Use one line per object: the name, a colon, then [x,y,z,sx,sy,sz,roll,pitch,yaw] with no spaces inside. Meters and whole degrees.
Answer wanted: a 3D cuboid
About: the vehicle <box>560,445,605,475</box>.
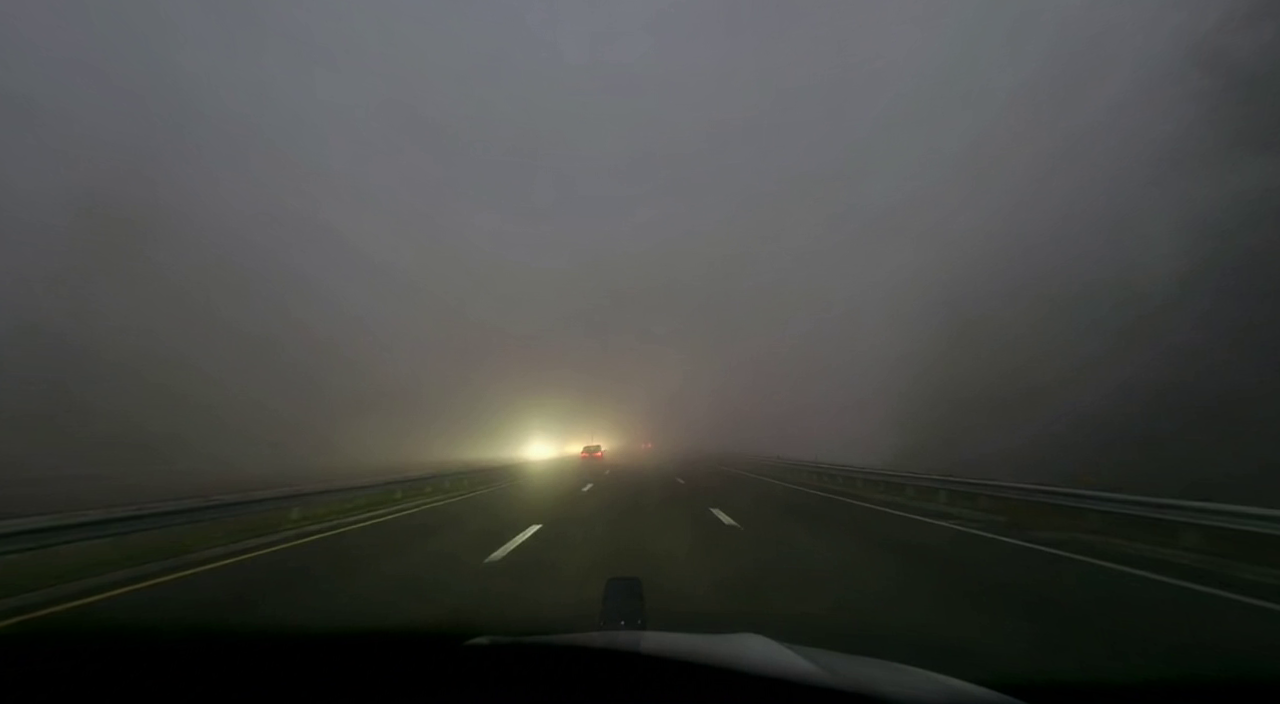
vehicle: [-3.003,5.774,33.915,1.991,1.473,4.707,0,-9,0]
